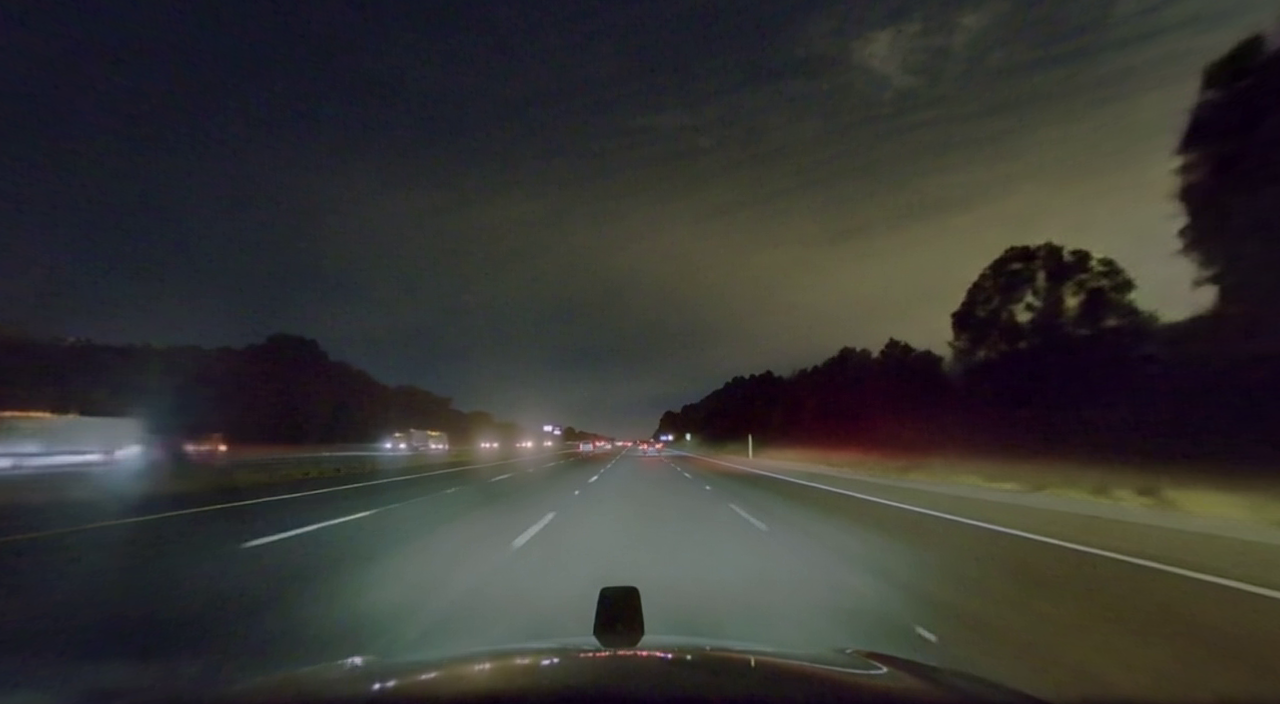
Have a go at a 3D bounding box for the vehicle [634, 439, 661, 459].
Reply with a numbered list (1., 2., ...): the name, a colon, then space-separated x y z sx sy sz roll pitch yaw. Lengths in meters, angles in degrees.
1. vehicle: 0.567 7.604 49.526 2.021 1.528 4.154 0 -8 -1

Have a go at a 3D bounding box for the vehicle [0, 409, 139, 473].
1. vehicle: -35.408 5.268 37.046 2.917 3.381 11.266 -1 -8 -1

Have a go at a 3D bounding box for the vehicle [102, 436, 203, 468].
1. vehicle: -27.738 5.702 36.159 1.935 1.681 4.774 0 -8 0
